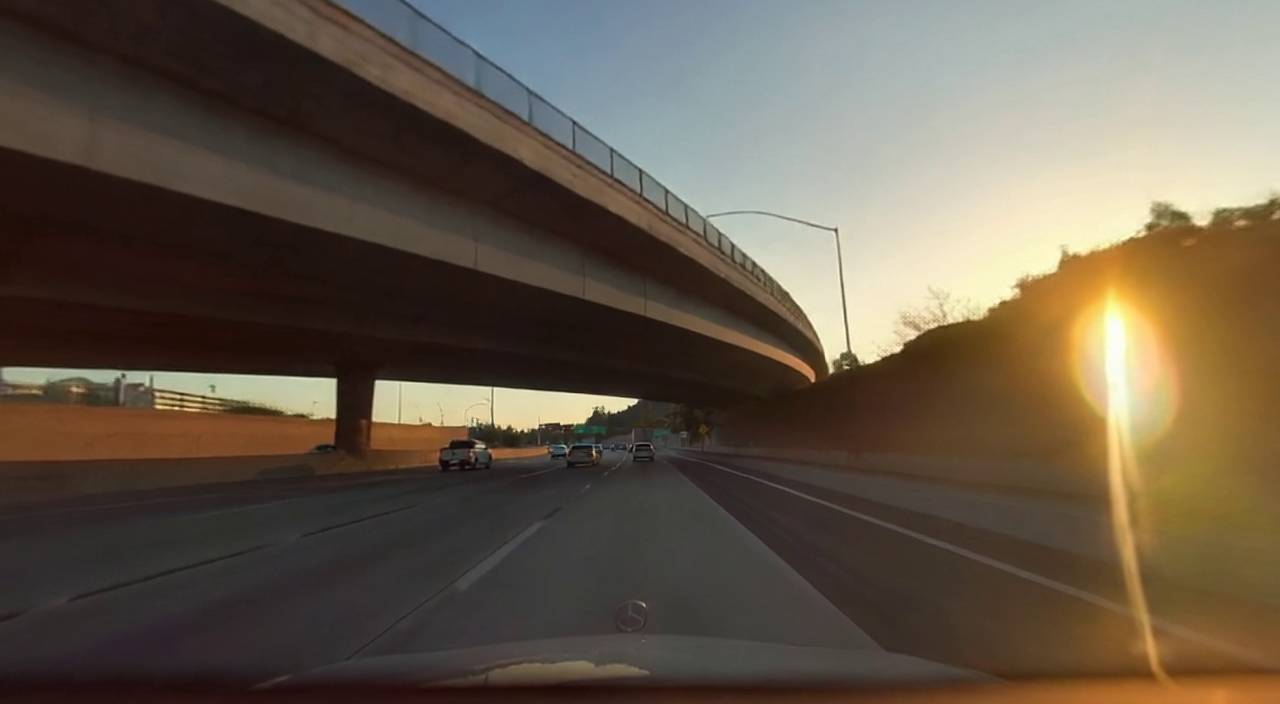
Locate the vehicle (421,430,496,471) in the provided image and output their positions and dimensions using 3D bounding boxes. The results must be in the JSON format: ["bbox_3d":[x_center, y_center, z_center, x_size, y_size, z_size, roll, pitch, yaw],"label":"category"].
[{"bbox_3d":[-9.902,5.418,34.934,2.339,2.018,5.790,0,-8,1],"label":"vehicle"}]

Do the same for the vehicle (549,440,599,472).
[{"bbox_3d":[-3.246,5.218,31.779,2.056,1.480,4.022,0,-8,1],"label":"vehicle"}]

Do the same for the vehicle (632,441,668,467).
[{"bbox_3d":[0.592,6.212,38.722,2.073,1.480,4.343,0,-8,0],"label":"vehicle"}]

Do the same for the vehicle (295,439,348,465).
[{"bbox_3d":[-19.086,5.975,37.911,1.435,1.355,3.223,3,-8,0],"label":"vehicle"}]
